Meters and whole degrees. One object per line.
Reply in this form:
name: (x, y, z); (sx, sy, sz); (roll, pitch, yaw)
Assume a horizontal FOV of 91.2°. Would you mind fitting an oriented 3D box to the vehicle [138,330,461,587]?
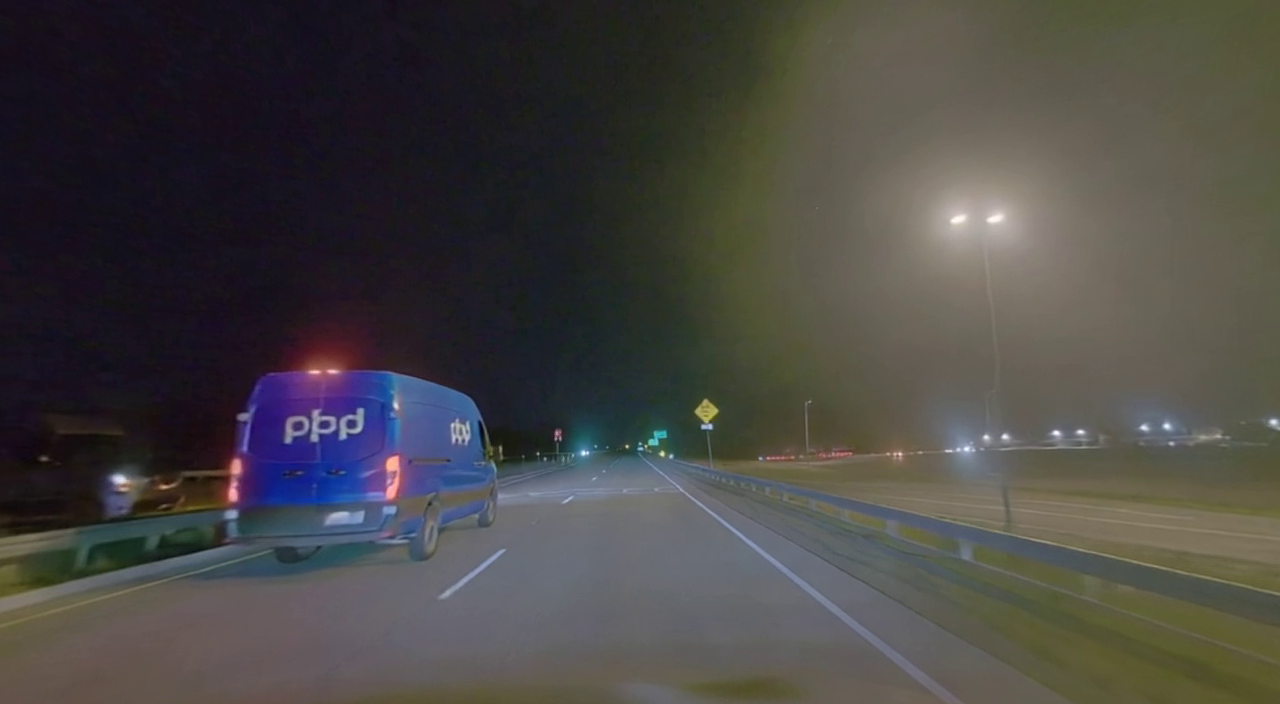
vehicle: (-4.526, 1.634, 10.153); (2.463, 2.640, 7.034); (2, -9, -11)
